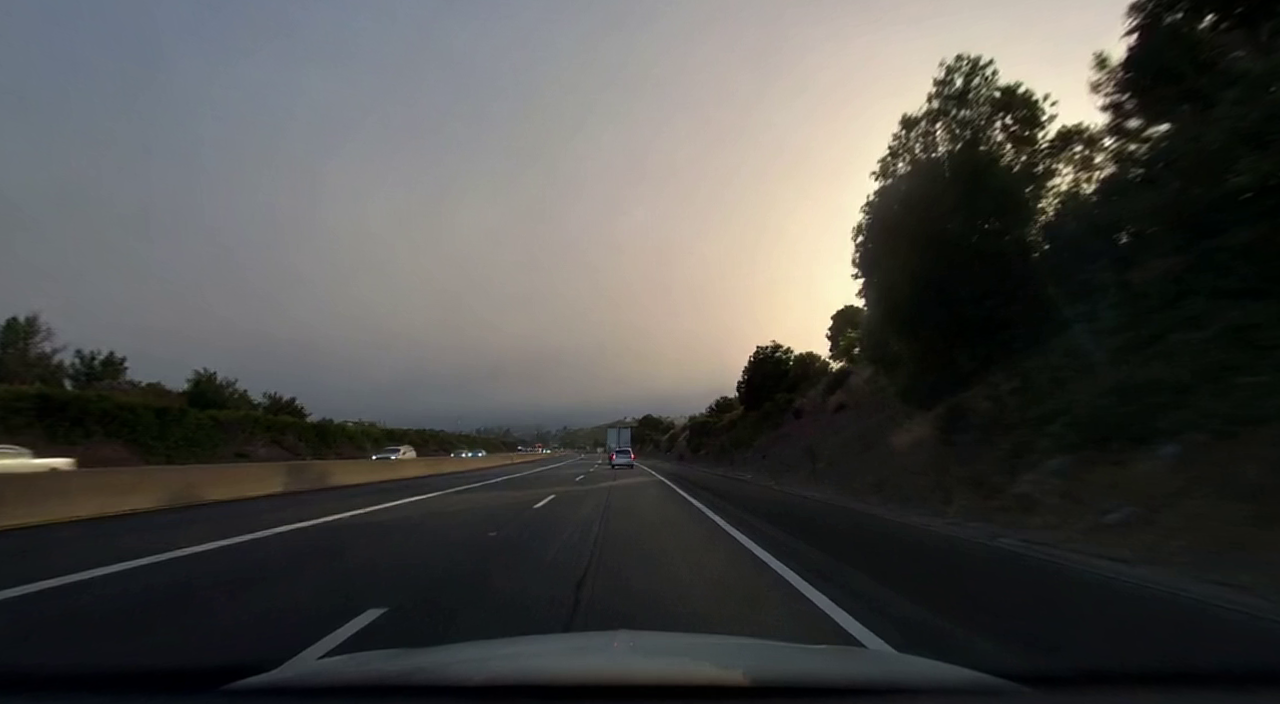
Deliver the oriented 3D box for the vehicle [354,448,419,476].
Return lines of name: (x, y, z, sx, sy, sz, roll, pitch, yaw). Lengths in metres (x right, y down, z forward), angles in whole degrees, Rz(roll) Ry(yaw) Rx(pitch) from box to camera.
vehicle: (-14.825, 6.440, 36.976, 1.869, 1.513, 4.740, 0, -9, 0)

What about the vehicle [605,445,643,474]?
vehicle: (-0.973, 6.641, 38.894, 2.230, 1.715, 4.243, 0, -9, -1)
